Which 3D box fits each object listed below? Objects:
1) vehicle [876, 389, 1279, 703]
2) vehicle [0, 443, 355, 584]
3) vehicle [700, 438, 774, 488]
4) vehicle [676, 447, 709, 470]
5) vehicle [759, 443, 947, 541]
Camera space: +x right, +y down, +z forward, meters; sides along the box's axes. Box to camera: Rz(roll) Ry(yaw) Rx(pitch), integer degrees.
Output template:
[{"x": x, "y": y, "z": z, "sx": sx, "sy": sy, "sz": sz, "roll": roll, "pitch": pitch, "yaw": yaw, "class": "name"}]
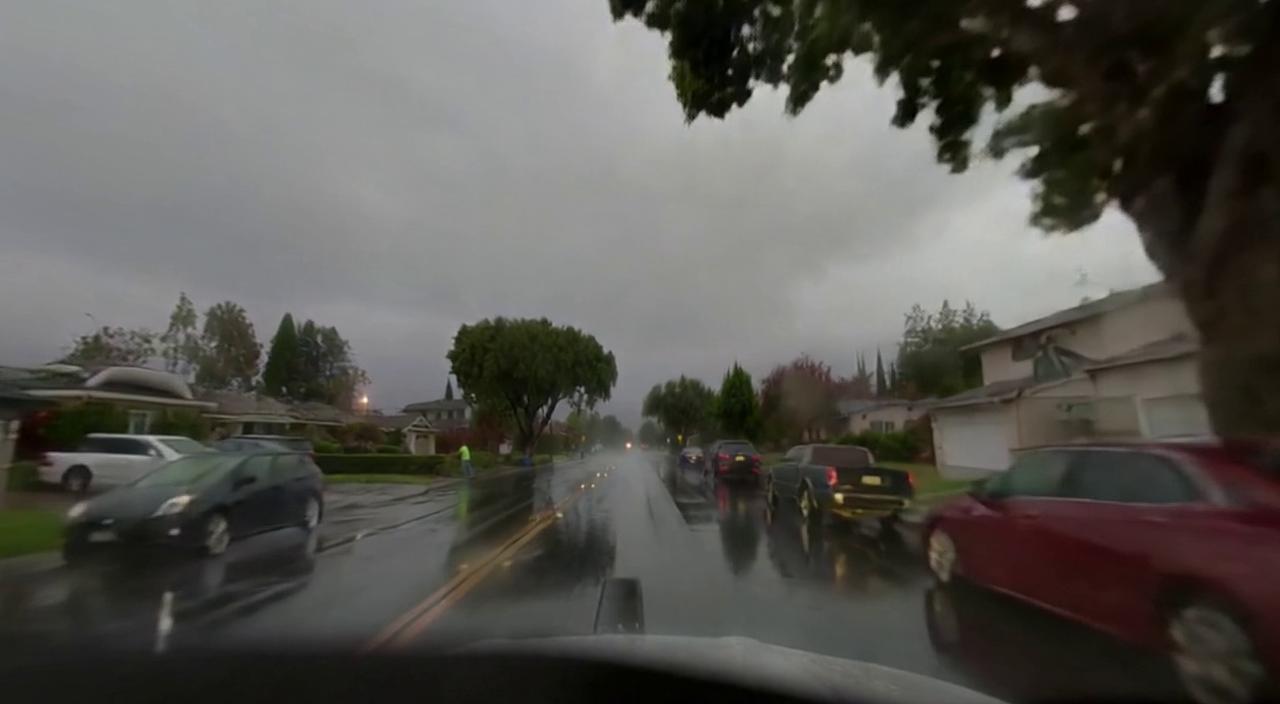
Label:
[{"x": 3.755, "y": 1.245, "z": 4.366, "sx": 2.157, "sy": 1.639, "sz": 5.297, "roll": 0, "pitch": -9, "yaw": 0, "class": "vehicle"}, {"x": -6.322, "y": 2.154, "z": 9.440, "sx": 1.985, "sy": 1.497, "sz": 4.655, "roll": -2, "pitch": -8, "yaw": -1, "class": "vehicle"}, {"x": 3.724, "y": 4.365, "z": 25.158, "sx": 2.039, "sy": 1.780, "sz": 4.884, "roll": 0, "pitch": -9, "yaw": -2, "class": "vehicle"}, {"x": 3.676, "y": 7.493, "z": 44.651, "sx": 1.897, "sy": 1.521, "sz": 4.835, "roll": 0, "pitch": -9, "yaw": -1, "class": "vehicle"}, {"x": 3.761, "y": 2.537, "z": 12.110, "sx": 1.949, "sy": 1.505, "sz": 4.483, "roll": 0, "pitch": -9, "yaw": -1, "class": "vehicle"}]
